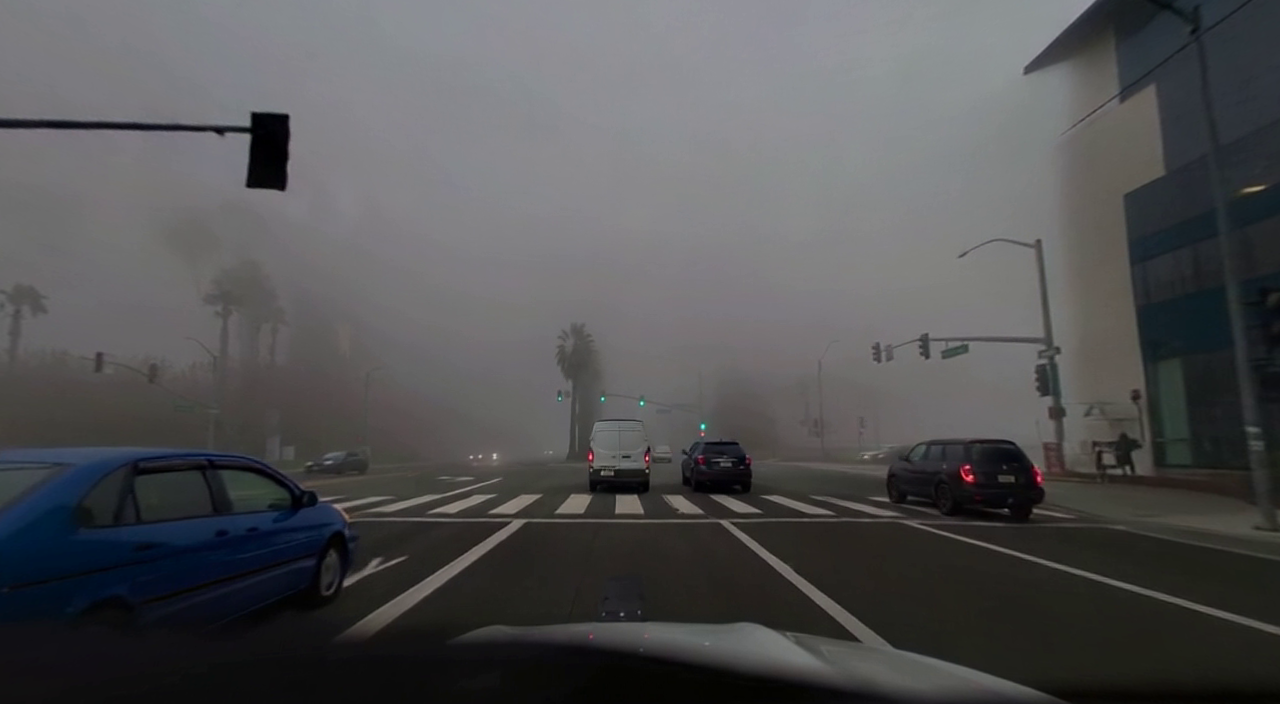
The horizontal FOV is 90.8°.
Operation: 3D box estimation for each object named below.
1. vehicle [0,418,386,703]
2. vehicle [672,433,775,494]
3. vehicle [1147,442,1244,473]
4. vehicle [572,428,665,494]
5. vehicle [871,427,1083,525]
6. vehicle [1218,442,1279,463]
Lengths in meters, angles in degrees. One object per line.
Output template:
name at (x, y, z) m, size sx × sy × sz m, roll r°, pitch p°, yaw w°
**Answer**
vehicle at (-3.573, 1.222, 4.054) m, size 1.997 × 1.430 × 4.655 m, roll 0°, pitch -9°, yaw -1°
vehicle at (2.552, 3.603, 20.775) m, size 2.462 × 1.736 × 4.899 m, roll 0°, pitch -9°, yaw -3°
vehicle at (31.868, 6.015, 36.259) m, size 4.327 × 1.665 × 1.953 m, roll 2°, pitch -9°, yaw -15°
vehicle at (-0.761, 3.771, 22.276) m, size 2.848 × 1.991 × 5.706 m, roll 0°, pitch -9°, yaw -2°
vehicle at (7.010, 2.618, 13.878) m, size 2.023 × 1.771 × 4.488 m, roll 0°, pitch -9°, yaw -2°
vehicle at (46.669, 7.610, 47.991) m, size 4.237 × 1.487 × 2.028 m, roll 2°, pitch -9°, yaw -16°
